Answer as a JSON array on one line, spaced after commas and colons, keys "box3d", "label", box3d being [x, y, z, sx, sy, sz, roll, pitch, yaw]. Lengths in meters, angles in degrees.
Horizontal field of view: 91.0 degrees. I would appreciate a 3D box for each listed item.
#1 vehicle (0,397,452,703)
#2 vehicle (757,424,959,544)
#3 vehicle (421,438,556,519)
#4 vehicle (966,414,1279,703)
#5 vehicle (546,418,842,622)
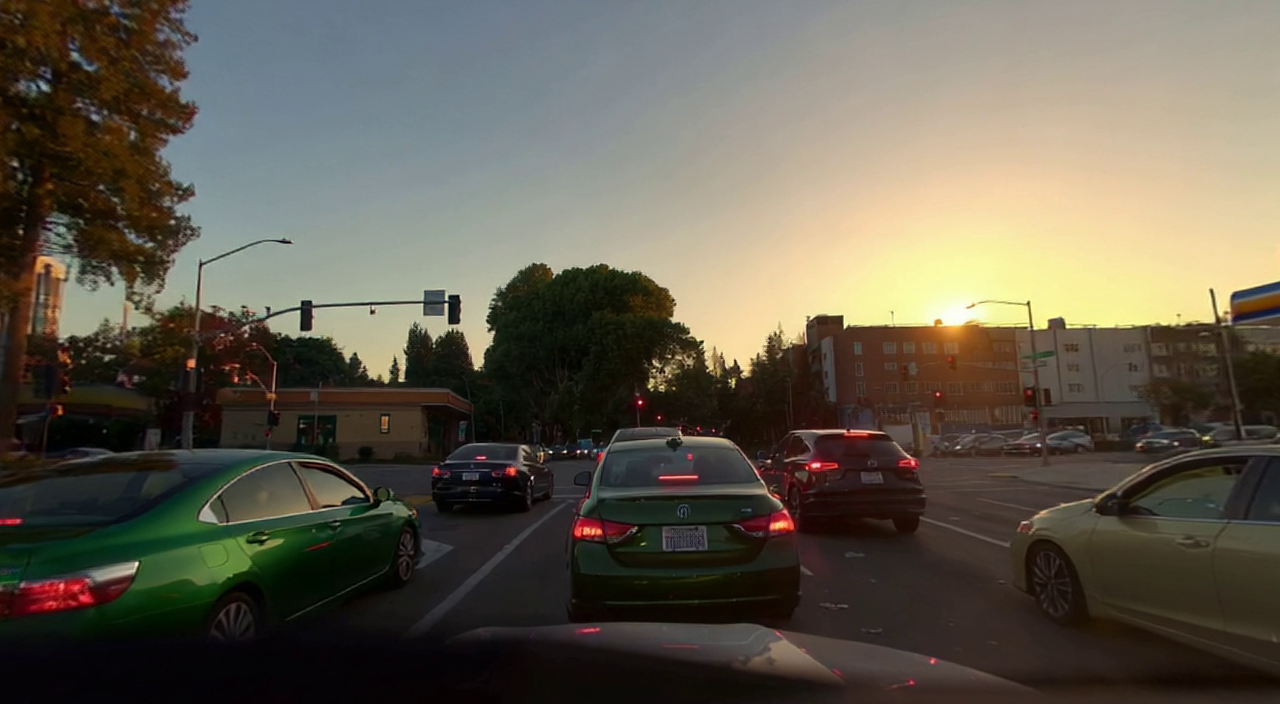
[{"box3d": [-3.000, 1.249, 4.623, 1.887, 1.493, 4.255, 0, -9, 1], "label": "vehicle"}, {"box3d": [3.398, 2.129, 10.795, 1.947, 1.630, 4.127, 0, -9, 0], "label": "vehicle"}, {"box3d": [-3.064, 2.647, 13.714, 1.867, 1.474, 4.237, 0, -9, 0], "label": "vehicle"}, {"box3d": [4.187, 1.132, 3.615, 1.950, 1.497, 4.686, 0, -9, -3], "label": "vehicle"}, {"box3d": [0.344, 1.585, 6.954, 2.220, 1.507, 4.317, 0, -9, -2], "label": "vehicle"}]
